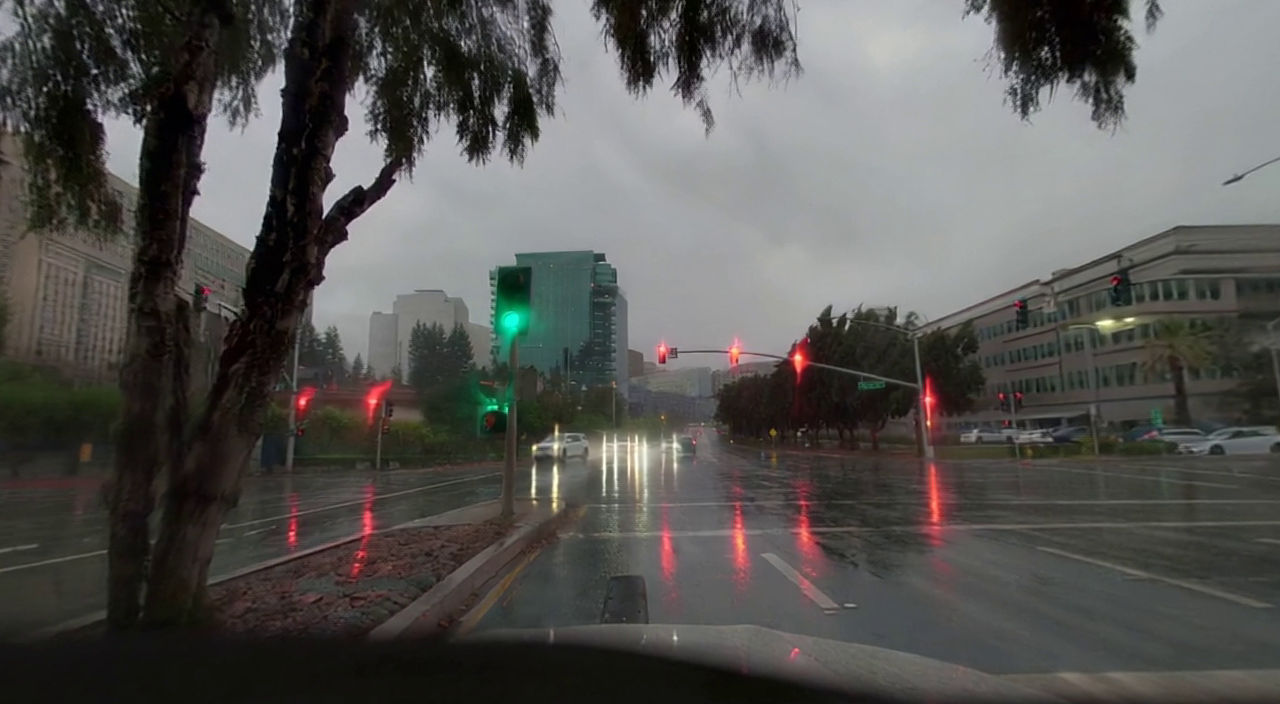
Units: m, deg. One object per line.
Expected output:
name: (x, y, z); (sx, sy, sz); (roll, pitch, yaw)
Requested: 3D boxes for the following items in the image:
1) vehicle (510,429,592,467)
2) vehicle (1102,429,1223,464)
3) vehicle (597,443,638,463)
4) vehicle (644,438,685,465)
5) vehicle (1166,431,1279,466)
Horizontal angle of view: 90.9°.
vehicle: (-5.783, 6.510, 42.995); (2.775, 2.246, 9.043); (-2, -8, 10)
vehicle: (25.907, 4.681, 31.358); (4.441, 1.674, 2.035); (1, -8, -8)
vehicle: (-1.635, 7.571, 47.489); (2.076, 1.476, 3.873); (-2, -8, 13)
vehicle: (1.733, 6.772, 43.263); (2.197, 1.739, 4.177); (-2, -8, 10)
vehicle: (26.290, 4.243, 27.896); (4.644, 1.470, 1.922); (1, -8, -10)
